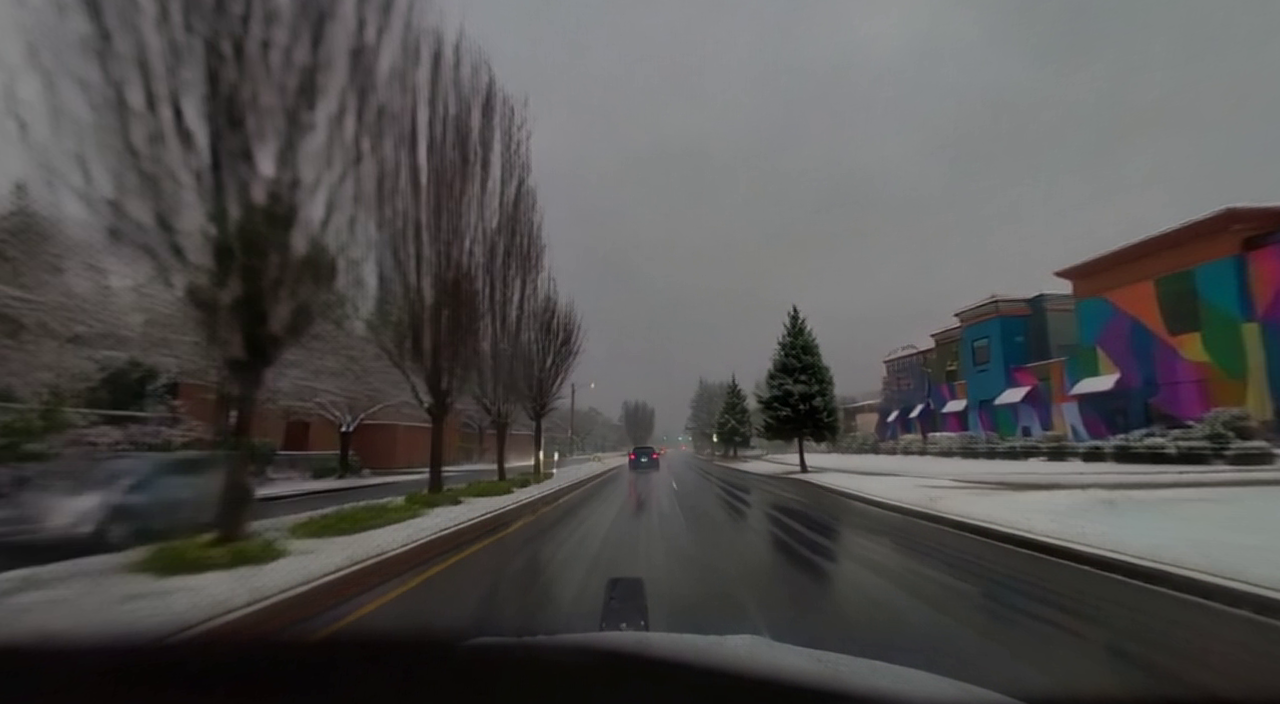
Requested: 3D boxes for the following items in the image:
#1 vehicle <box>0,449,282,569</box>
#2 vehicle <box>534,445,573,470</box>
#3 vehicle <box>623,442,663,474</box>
[{"bbox_3d":[-8.259,2.340,10.277,2.040,1.465,4.448,0,-8,3],"label":"vehicle"},{"bbox_3d":[-6.501,7.973,47.790,2.055,1.757,4.584,0,-8,3],"label":"vehicle"},{"bbox_3d":[0.230,6.040,36.109,2.129,1.713,4.314,0,-8,2],"label":"vehicle"}]
